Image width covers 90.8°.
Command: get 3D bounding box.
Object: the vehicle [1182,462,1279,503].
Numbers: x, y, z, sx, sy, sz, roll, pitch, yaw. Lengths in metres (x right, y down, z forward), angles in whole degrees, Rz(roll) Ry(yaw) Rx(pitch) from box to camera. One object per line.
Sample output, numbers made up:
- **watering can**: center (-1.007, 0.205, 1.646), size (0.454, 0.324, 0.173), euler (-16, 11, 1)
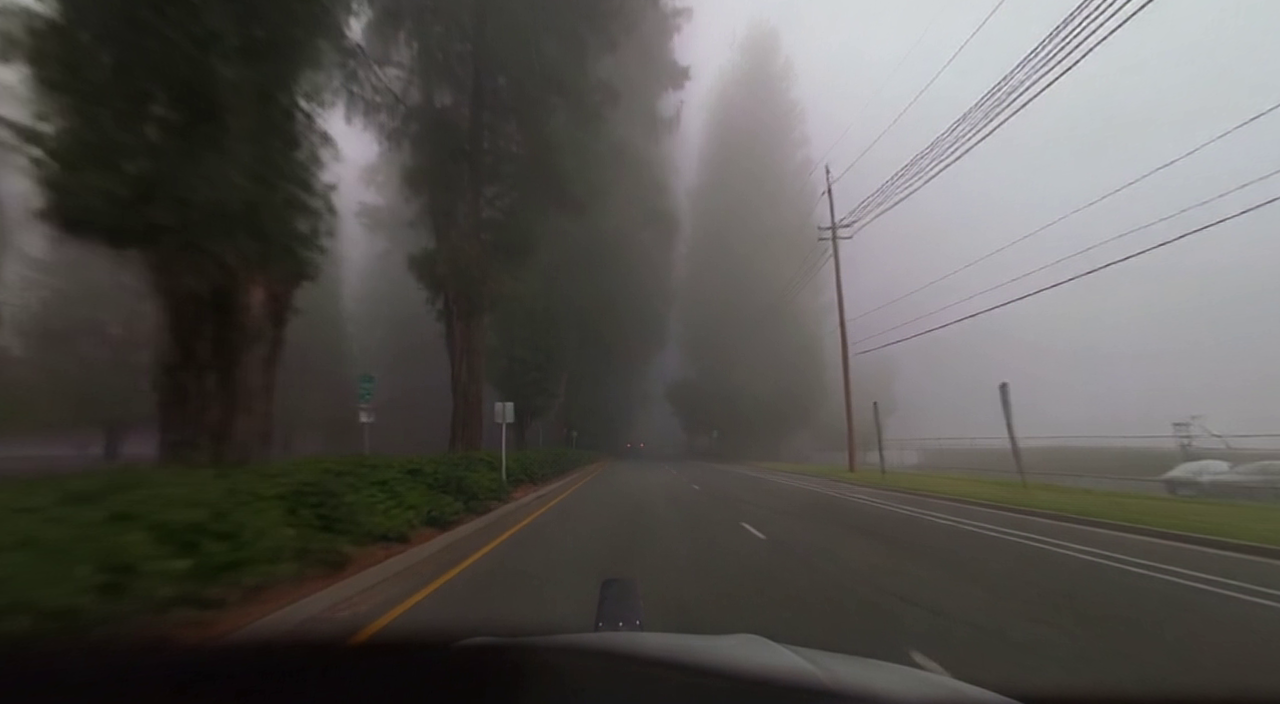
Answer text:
- **vehicle**: center (23.920, 5.037, 24.563), size (3.911, 1.449, 1.773), euler (-1, -9, 4)
